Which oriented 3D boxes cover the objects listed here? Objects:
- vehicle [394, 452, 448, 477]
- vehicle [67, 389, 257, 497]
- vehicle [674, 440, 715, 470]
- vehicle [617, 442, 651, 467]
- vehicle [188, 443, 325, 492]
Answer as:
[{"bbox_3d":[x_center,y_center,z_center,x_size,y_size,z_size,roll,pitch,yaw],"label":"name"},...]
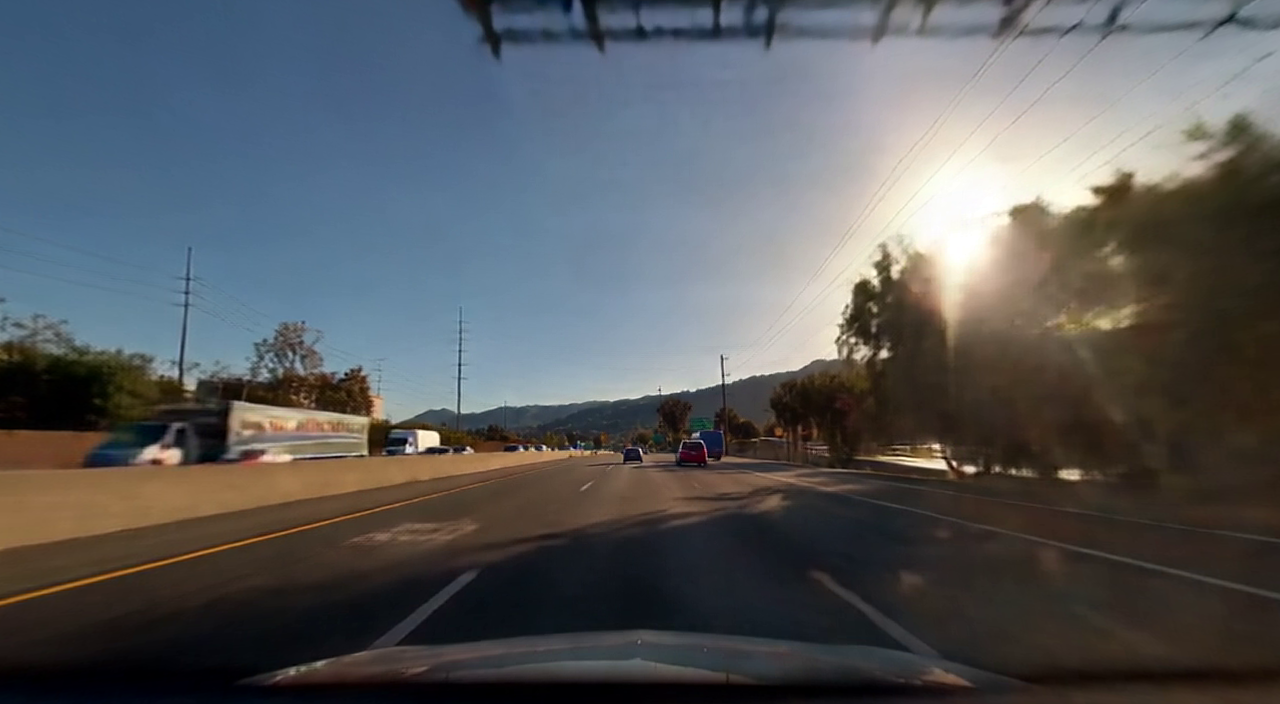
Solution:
[{"bbox_3d":[-13.886,7.124,40.317,1.872,1.433,4.353,0,-9,0],"label":"vehicle"},{"bbox_3d":[-21.192,4.137,28.708,3.228,4.337,6.550,0,-9,0],"label":"vehicle"},{"bbox_3d":[3.378,6.487,40.004,2.036,1.796,4.470,0,-9,-2],"label":"vehicle"},{"bbox_3d":[-0.429,7.490,46.231,2.325,1.712,4.592,0,-9,0],"label":"vehicle"},{"bbox_3d":[-13.974,4.218,23.456,2.090,1.598,4.713,0,-9,0],"label":"vehicle"}]
